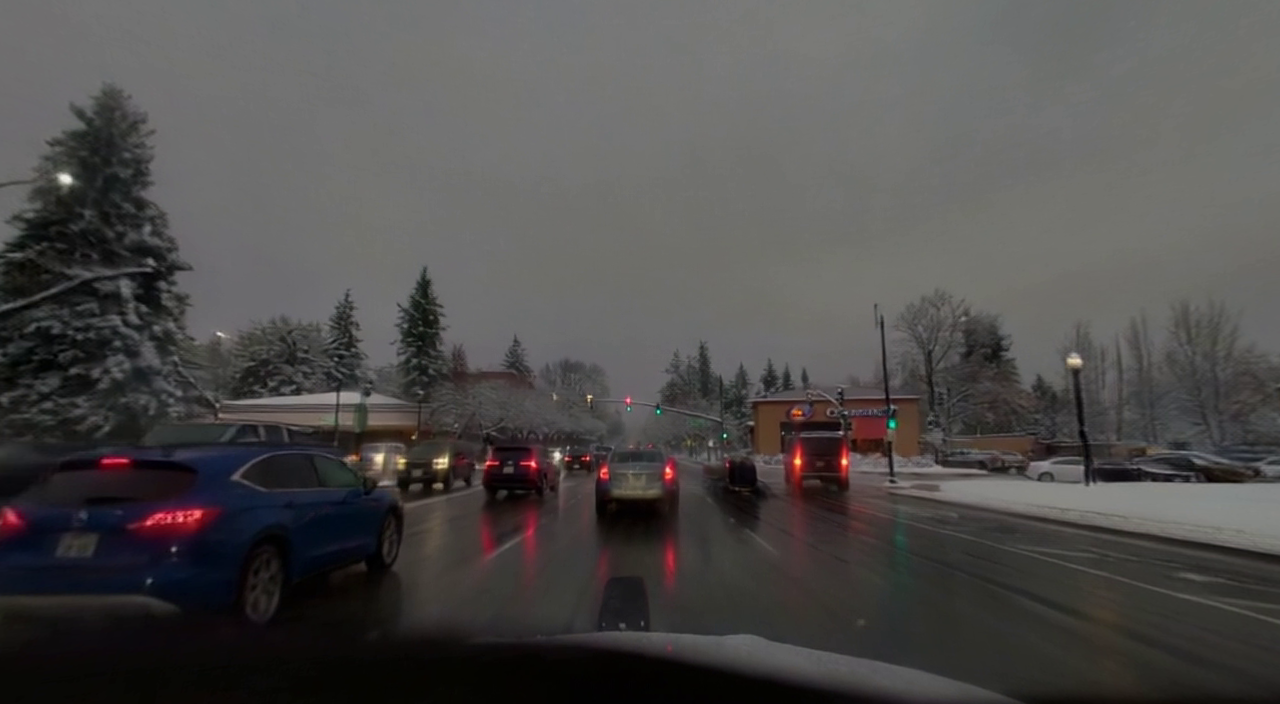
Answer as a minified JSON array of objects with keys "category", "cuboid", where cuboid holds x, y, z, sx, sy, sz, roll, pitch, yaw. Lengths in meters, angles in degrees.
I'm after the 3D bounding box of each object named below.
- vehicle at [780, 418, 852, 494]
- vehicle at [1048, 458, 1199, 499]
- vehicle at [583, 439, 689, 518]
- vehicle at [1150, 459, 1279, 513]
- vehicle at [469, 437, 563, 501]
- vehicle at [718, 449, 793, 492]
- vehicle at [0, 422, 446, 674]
[{"category":"vehicle","cuboid":[8.358,4.937,30.196,2.613,3.281,2.673,4,-9,0]},{"category":"vehicle","cuboid":[19.163,5.016,25.162,4.367,1.475,1.815,-1,-9,7]},{"category":"vehicle","cuboid":[-0.069,2.848,14.696,2.121,1.563,4.031,0,-9,0]},{"category":"vehicle","cuboid":[19.310,4.198,19.995,4.379,1.558,2.033,0,-9,2]},{"category":"vehicle","cuboid":[-3.613,3.479,19.089,1.983,1.685,3.997,0,-9,0]},{"category":"vehicle","cuboid":[4.262,4.444,24.033,1.979,1.485,4.207,0,-9,-1]},{"category":"vehicle","cuboid":[-3.676,1.538,6.191,1.992,1.493,4.688,0,-9,1]}]
